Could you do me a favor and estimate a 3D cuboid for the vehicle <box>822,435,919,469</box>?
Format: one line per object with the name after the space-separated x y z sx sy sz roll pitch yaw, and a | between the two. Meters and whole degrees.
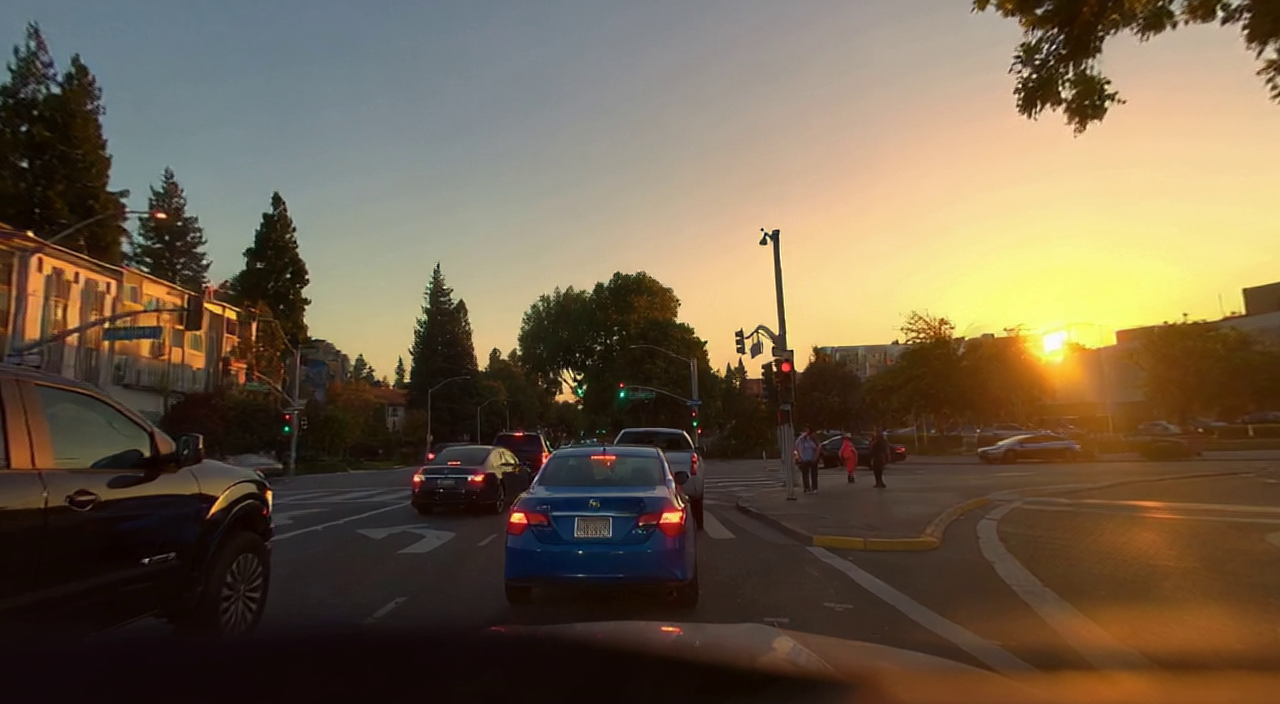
12.214 5.338 33.628 4.394 1.724 1.886 0 -9 1 | vehicle

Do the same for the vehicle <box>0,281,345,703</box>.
-3.680 0.745 2.809 2.202 1.961 4.980 0 -9 1 | vehicle

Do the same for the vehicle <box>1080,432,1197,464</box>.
28.935 5.576 36.713 4.967 1.794 2.044 0 -9 2 | vehicle

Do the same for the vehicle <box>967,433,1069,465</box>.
21.943 5.661 36.712 4.529 1.786 2.110 0 -9 2 | vehicle

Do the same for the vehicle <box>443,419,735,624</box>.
-0.374 1.590 6.942 2.144 1.497 4.446 0 -9 0 | vehicle

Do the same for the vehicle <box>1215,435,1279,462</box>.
36.268 5.518 36.146 4.643 1.464 1.840 -1 -9 3 | vehicle
